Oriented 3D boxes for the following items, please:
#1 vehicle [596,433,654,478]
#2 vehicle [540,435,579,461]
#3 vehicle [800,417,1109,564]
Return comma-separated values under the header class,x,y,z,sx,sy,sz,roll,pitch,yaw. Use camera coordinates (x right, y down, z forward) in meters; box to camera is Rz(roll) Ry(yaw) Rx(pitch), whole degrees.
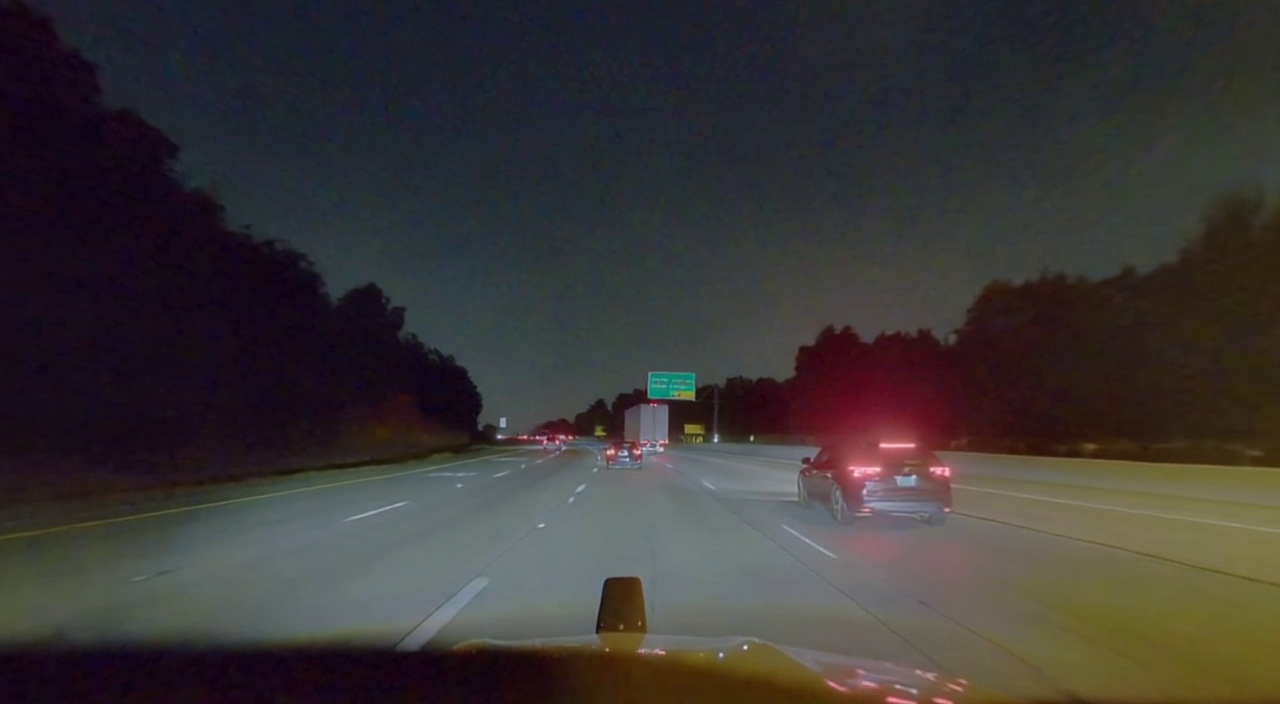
class,x,y,z,sx,sy,sz,roll,pitch,yaw
vehicle,-0.572,3.857,23.751,2.020,1.516,3.951,0,-9,-2
vehicle,-4.914,5.928,39.014,2.072,1.512,4.043,0,-9,-2
vehicle,3.772,1.738,8.648,1.971,1.472,4.301,0,-9,-1
